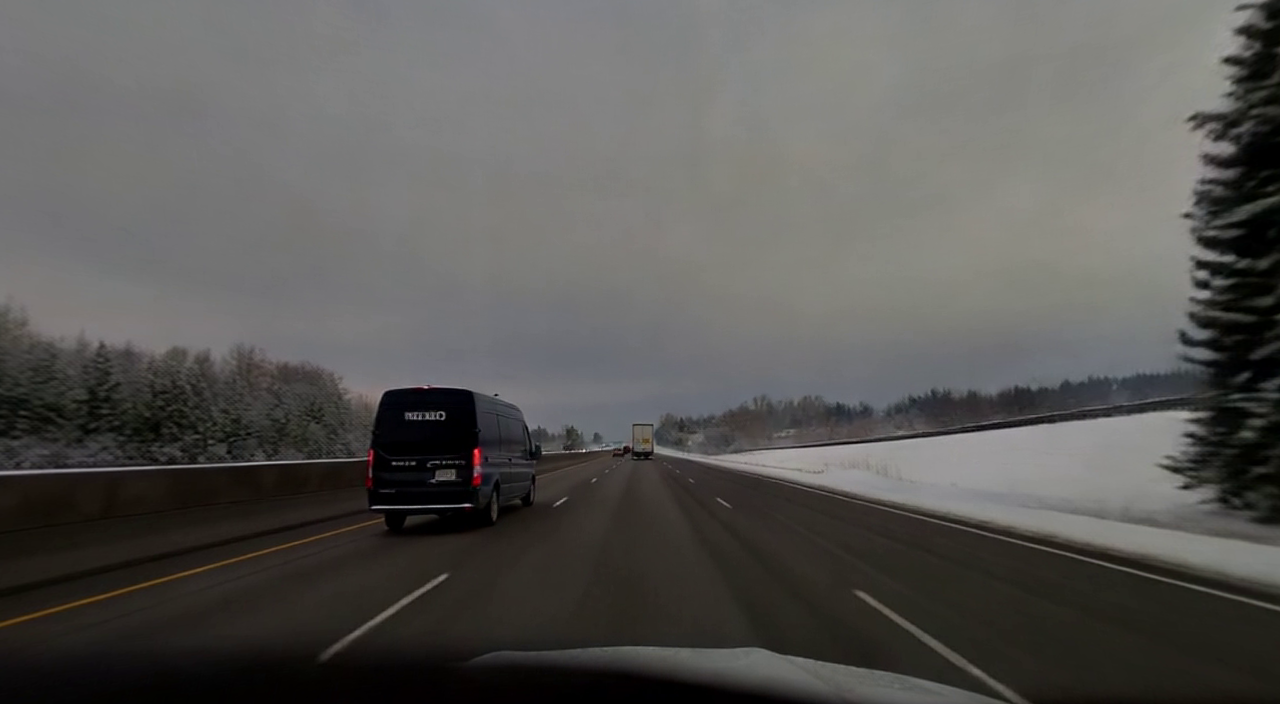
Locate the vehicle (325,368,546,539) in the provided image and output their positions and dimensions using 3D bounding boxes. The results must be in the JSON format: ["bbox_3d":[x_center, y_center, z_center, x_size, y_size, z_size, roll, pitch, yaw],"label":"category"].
[{"bbox_3d":[-3.672,2.079,13.306,2.320,2.636,7.021,0,-9,0],"label":"vehicle"}]
